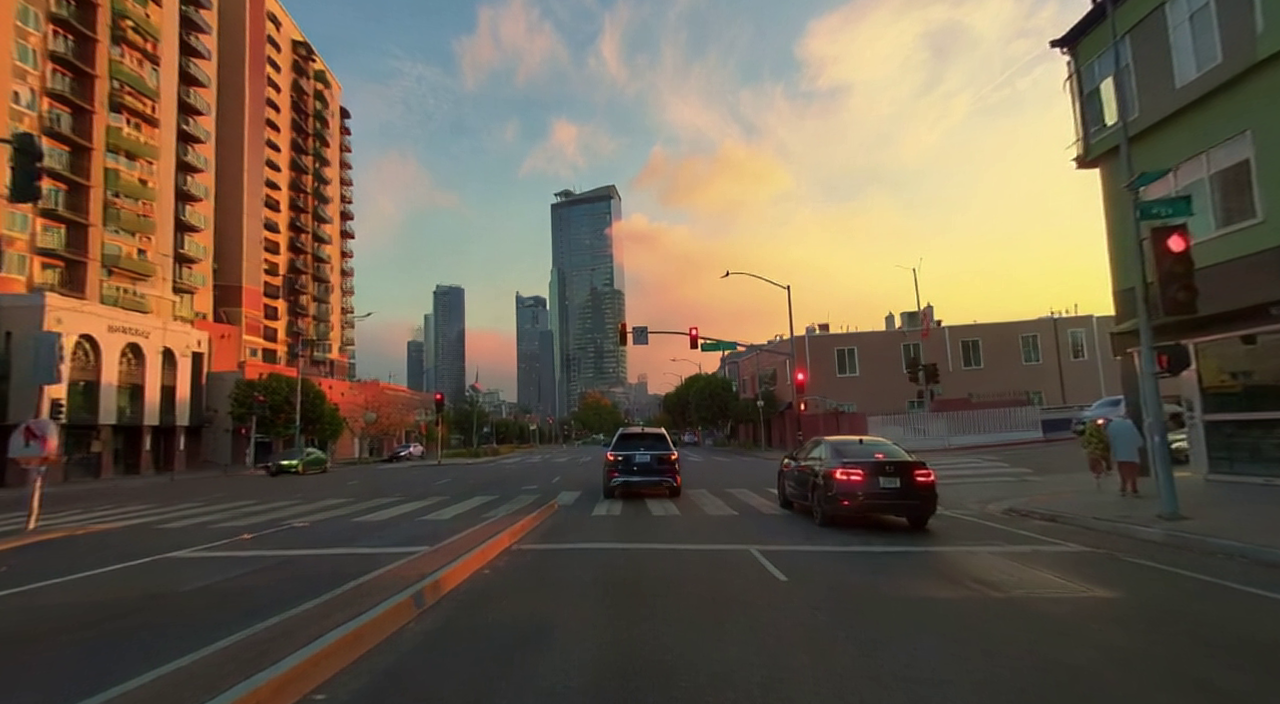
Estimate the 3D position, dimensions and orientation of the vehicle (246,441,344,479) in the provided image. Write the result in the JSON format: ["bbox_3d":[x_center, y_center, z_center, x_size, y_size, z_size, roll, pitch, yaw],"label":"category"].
[{"bbox_3d":[-16.816,5.261,31.150,2.132,1.710,4.504,0,-9,2],"label":"vehicle"}]

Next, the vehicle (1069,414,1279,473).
[{"bbox_3d":[14.231,2.419,16.715,4.354,1.466,1.863,0,-9,1],"label":"vehicle"}]

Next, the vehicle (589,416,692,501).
[{"bbox_3d":[0.071,2.570,15.475,2.168,1.776,4.135,0,-9,2],"label":"vehicle"}]

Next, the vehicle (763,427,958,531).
[{"bbox_3d":[3.745,2.242,11.745,1.987,1.538,4.510,0,-9,0],"label":"vehicle"}]

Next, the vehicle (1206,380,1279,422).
[{"bbox_3d":[26.630,2.064,26.327,4.287,1.639,1.729,0,-9,1],"label":"vehicle"}]
